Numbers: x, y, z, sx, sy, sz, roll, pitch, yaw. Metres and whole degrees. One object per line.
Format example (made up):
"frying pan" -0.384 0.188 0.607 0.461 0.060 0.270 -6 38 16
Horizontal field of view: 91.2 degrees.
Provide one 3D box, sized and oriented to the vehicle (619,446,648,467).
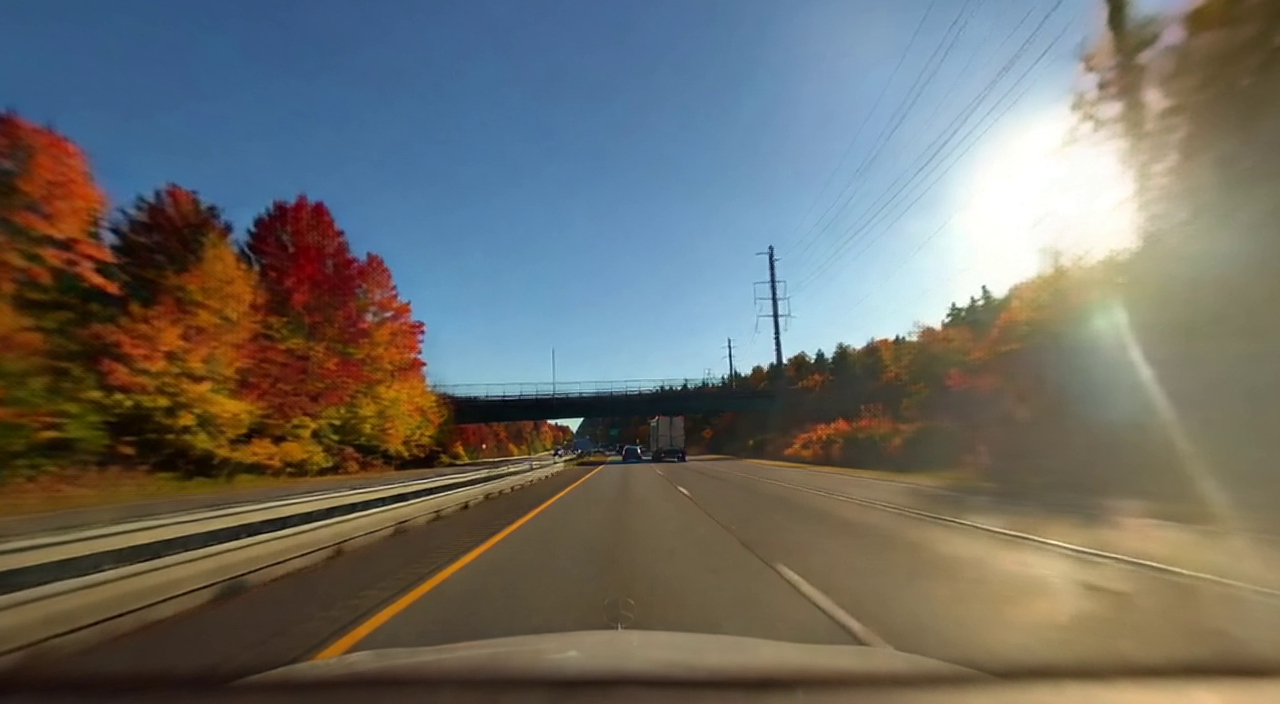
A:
"vehicle" -0.495 7.409 44.598 1.961 1.454 3.755 0 -9 -2
